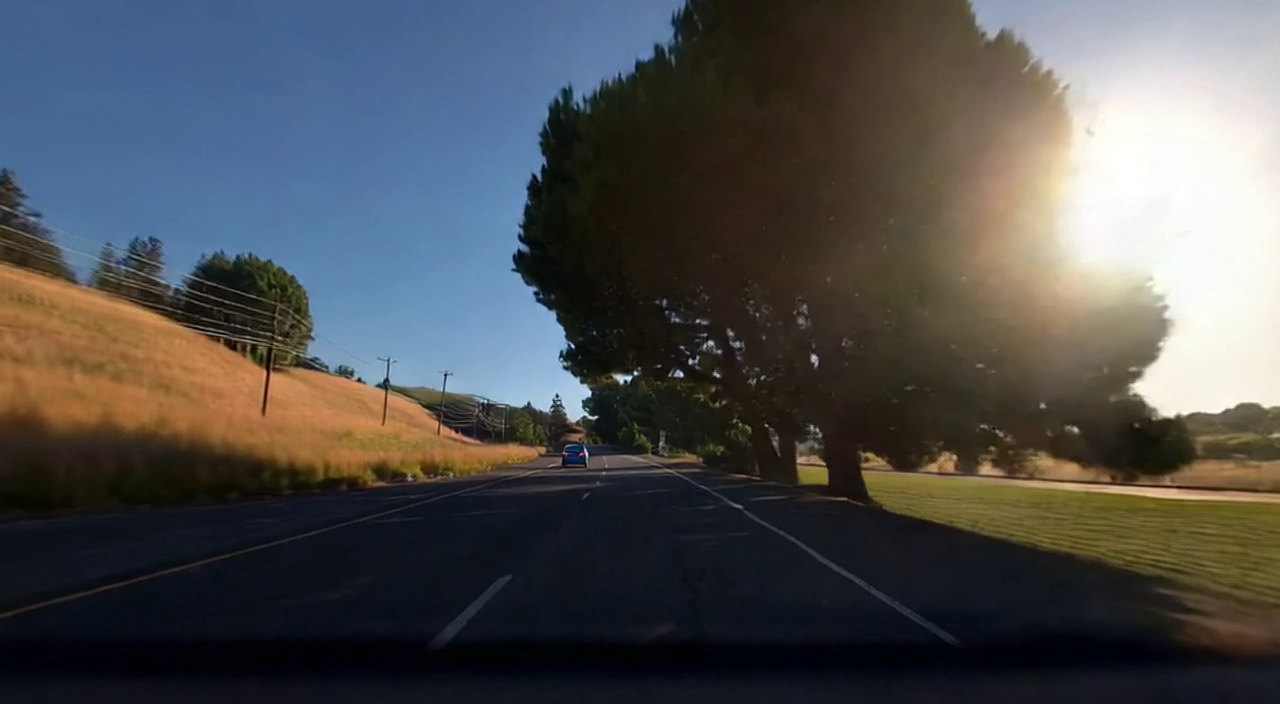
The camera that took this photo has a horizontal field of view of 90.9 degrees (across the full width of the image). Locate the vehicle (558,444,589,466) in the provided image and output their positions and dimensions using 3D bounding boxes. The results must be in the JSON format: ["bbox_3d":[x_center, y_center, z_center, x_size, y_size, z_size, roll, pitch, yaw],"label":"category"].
[{"bbox_3d":[-4.738,7.420,45.588,1.968,1.503,4.443,0,-8,-3],"label":"vehicle"}]
